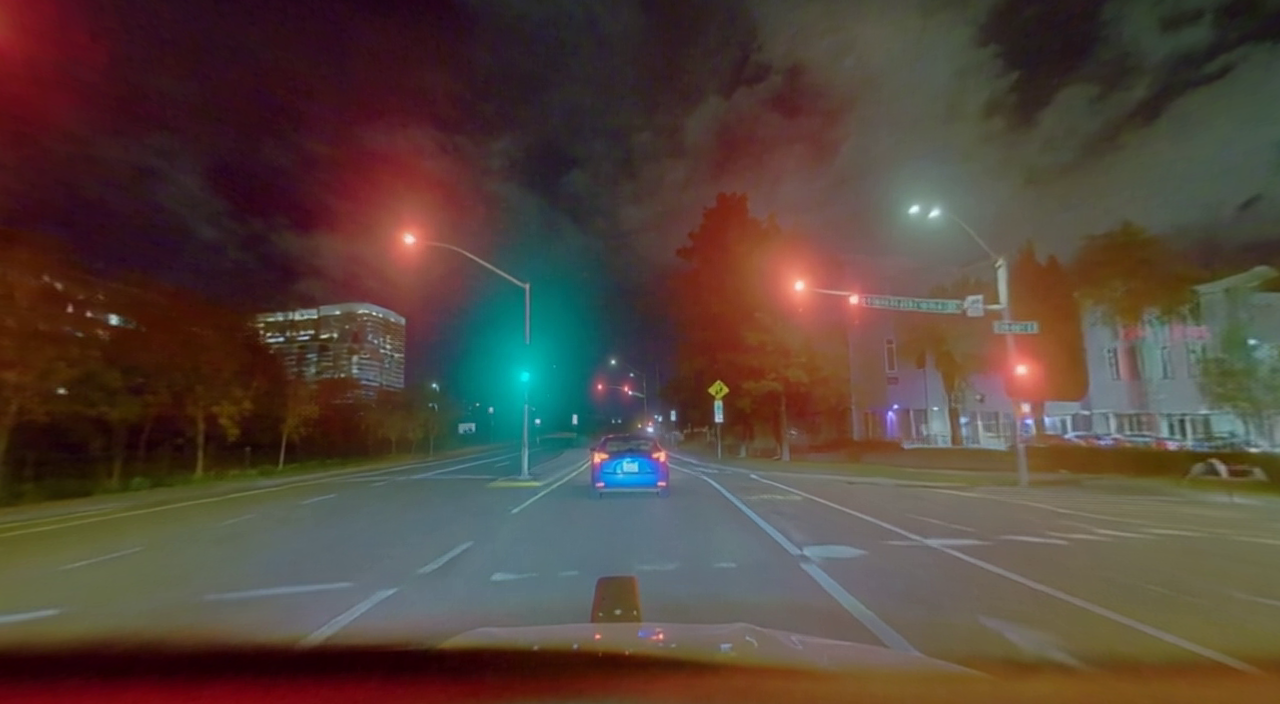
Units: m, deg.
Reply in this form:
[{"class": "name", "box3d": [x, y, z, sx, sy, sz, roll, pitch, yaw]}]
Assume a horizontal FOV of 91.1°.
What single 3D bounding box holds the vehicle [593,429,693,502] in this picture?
[{"class": "vehicle", "box3d": [-0.068, 2.477, 14.313, 1.950, 1.401, 4.159, 0, -8, -4]}]
